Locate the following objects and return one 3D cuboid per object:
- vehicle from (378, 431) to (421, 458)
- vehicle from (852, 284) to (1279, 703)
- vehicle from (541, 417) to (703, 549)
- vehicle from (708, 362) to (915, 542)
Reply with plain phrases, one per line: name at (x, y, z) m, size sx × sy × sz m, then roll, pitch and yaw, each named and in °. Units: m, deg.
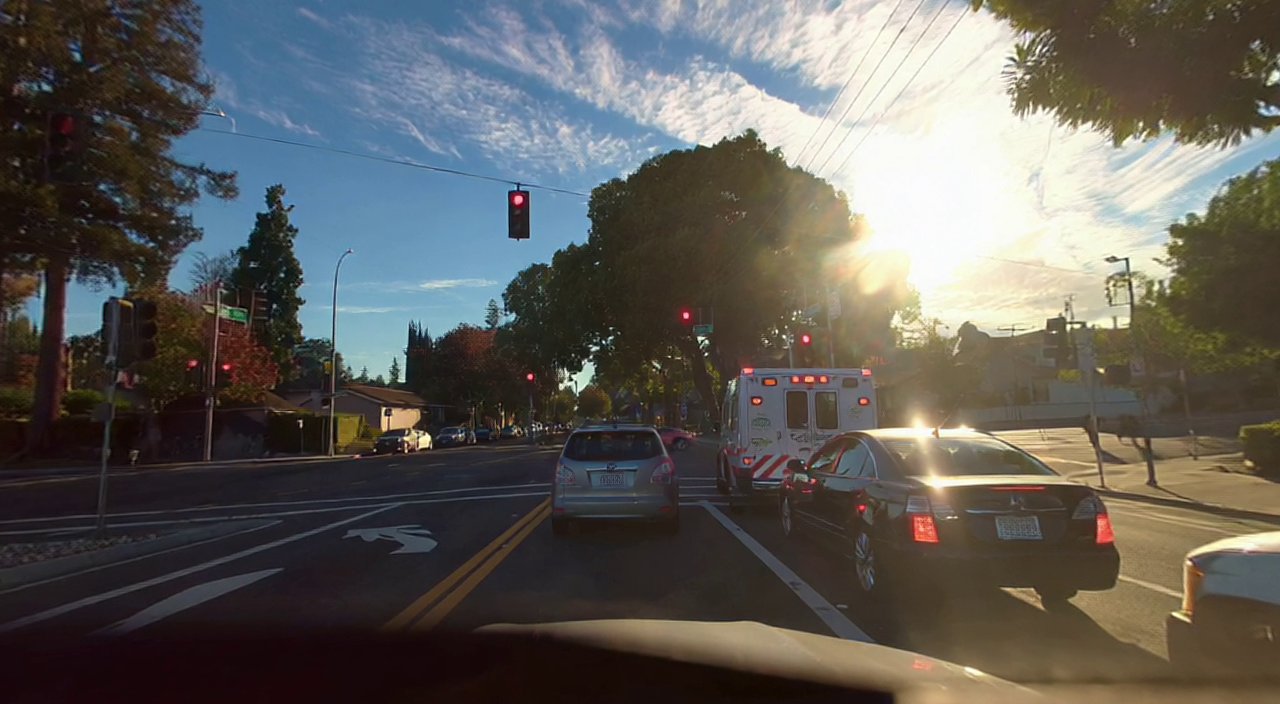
vehicle at (-17.735, 6.880, 46.861) m, size 2.246 × 1.880 × 4.454 m, roll 1°, pitch -8°, yaw -12°
vehicle at (2.857, 0.891, 2.837) m, size 2.194 × 1.820 × 4.652 m, roll 0°, pitch -8°, yaw 0°
vehicle at (-0.269, 1.984, 10.183) m, size 2.114 × 1.707 × 3.725 m, roll 0°, pitch -8°, yaw -1°
vehicle at (2.886, 1.896, 12.357) m, size 2.406 × 2.687 × 5.521 m, roll 0°, pitch -8°, yaw 0°
